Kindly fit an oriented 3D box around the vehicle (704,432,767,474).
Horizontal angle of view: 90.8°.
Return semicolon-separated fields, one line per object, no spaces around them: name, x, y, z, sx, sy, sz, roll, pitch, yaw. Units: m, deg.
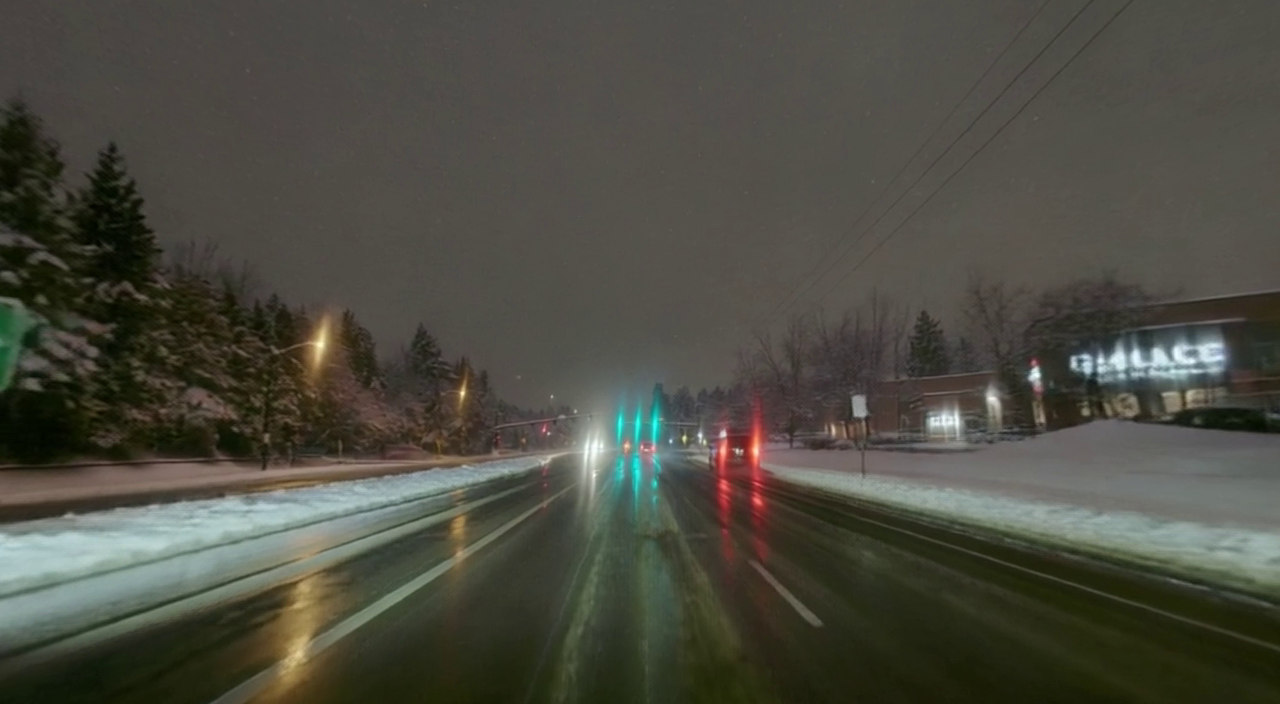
vehicle;4.910;5.318;33.446;2.476;2.016;5.586;0;-8;0
